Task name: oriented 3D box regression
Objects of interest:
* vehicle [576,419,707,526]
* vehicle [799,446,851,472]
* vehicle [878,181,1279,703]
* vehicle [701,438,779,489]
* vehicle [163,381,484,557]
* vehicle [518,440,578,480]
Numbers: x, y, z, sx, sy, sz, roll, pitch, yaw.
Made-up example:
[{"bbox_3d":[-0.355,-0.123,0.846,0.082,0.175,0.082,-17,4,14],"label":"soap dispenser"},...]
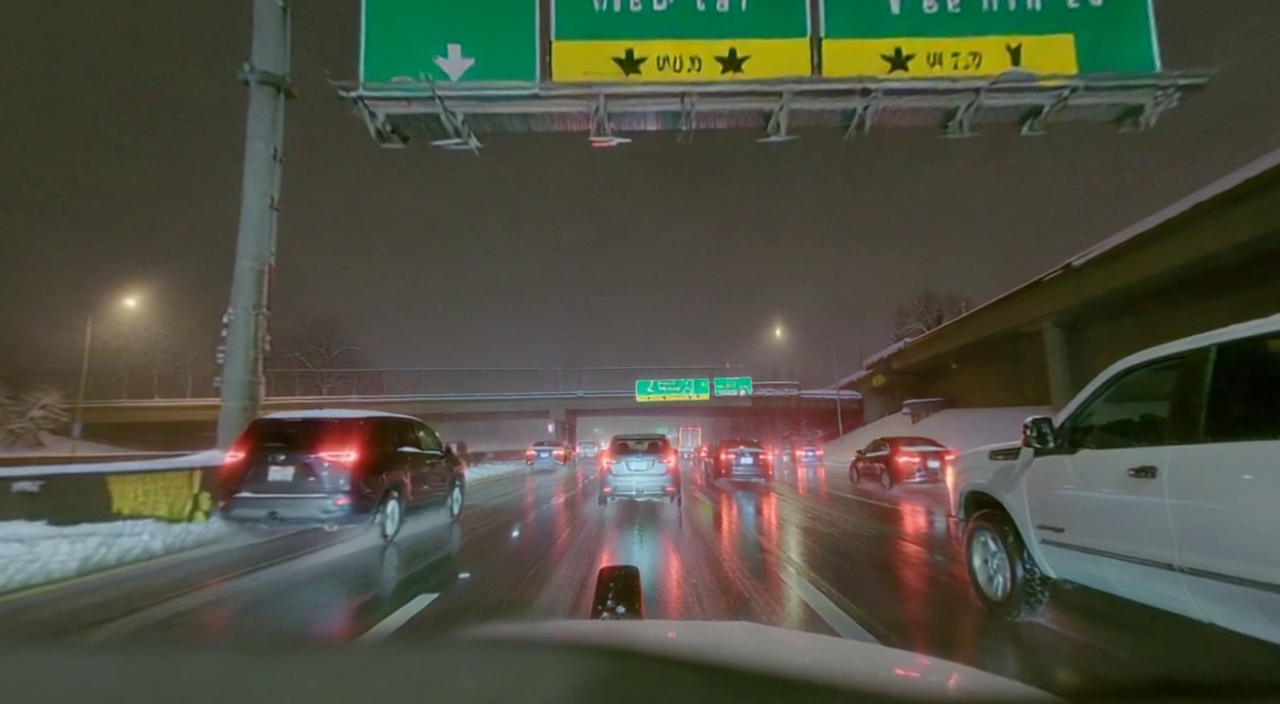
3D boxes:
[{"bbox_3d":[0.036,2.337,12.673,2.181,1.756,4.167,0,-9,0],"label":"vehicle"},{"bbox_3d":[11.967,6.940,41.115,1.797,1.557,4.653,1,-9,-2],"label":"vehicle"},{"bbox_3d":[3.481,0.693,3.428,2.300,2.242,5.327,0,-9,1],"label":"vehicle"},{"bbox_3d":[3.504,3.997,22.951,2.022,1.633,4.651,1,-9,-1],"label":"vehicle"},{"bbox_3d":[-4.575,1.859,10.693,2.212,2.101,6.052,0,-9,1],"label":"vehicle"},{"bbox_3d":[-4.112,4.900,28.882,1.982,1.655,4.604,0,-9,1],"label":"vehicle"}]
